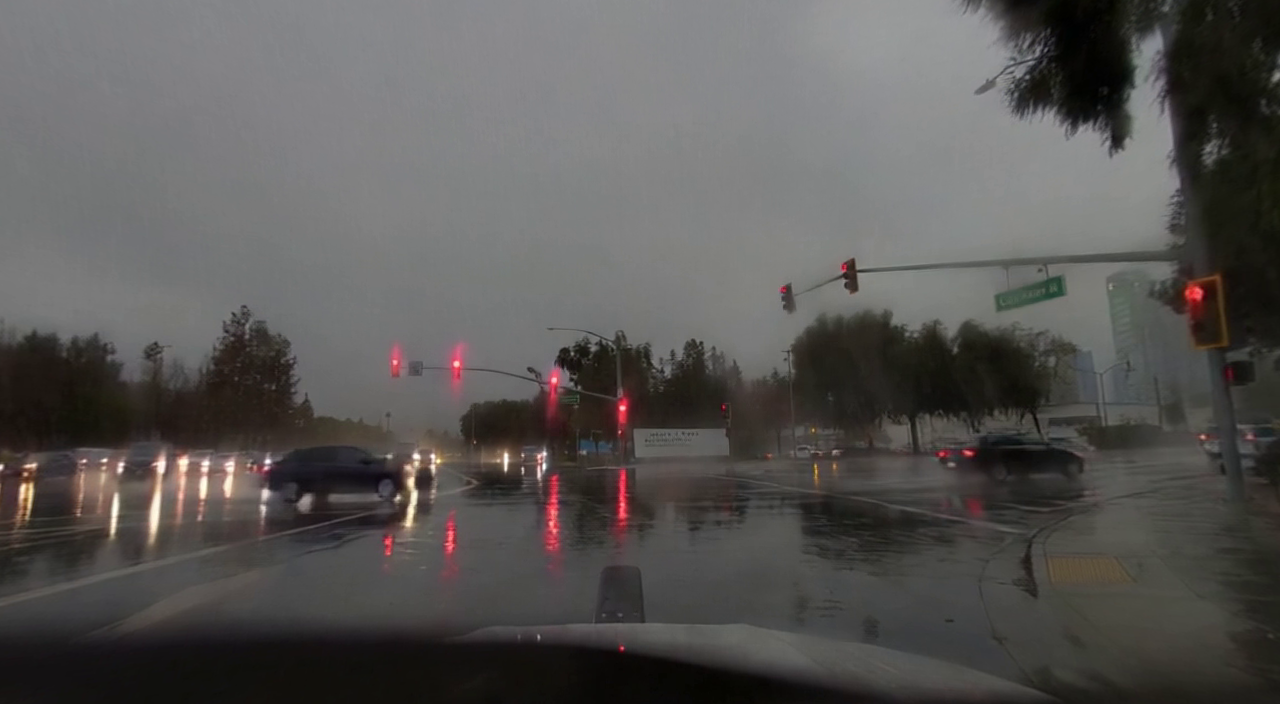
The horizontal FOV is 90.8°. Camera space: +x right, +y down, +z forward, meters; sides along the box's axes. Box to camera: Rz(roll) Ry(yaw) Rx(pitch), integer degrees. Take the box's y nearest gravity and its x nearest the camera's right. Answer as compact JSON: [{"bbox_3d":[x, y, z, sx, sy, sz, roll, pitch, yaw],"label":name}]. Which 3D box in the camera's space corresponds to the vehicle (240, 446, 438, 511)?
[{"bbox_3d":[-7.811,3.191,16.389,4.728,1.471,1.957,-4,-9,24],"label":"vehicle"}]

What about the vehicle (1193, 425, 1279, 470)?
[{"bbox_3d":[26.371,4.163,27.605,4.619,1.759,2.101,6,-10,-34],"label":"vehicle"}]

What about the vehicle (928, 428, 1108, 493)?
[{"bbox_3d":[10.497,2.988,17.612,4.281,1.621,1.903,3,-9,-20],"label":"vehicle"}]

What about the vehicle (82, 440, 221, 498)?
[{"bbox_3d":[-18.691,4.454,24.640,2.358,1.937,5.896,3,-9,-18],"label":"vehicle"}]

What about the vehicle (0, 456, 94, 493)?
[{"bbox_3d":[-31.182,6.267,32.646,2.142,1.723,4.692,1,-9,-9],"label":"vehicle"}]
